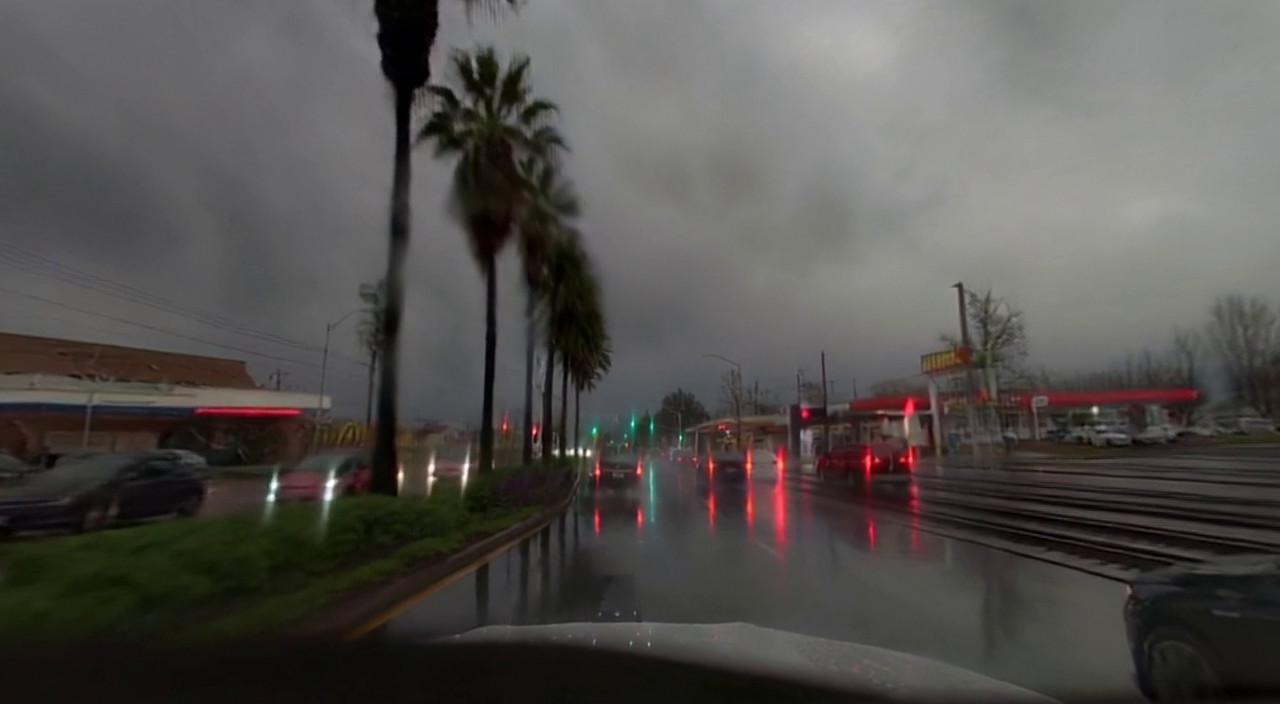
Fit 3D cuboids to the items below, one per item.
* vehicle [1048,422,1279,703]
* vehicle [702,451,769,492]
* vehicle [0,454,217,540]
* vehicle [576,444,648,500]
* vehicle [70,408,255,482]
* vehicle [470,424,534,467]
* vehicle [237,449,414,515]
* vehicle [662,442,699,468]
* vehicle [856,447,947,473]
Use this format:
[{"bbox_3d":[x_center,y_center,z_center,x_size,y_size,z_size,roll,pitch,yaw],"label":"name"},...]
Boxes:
[{"bbox_3d":[3.510,0.887,1.690,1.987,1.474,4.198,0,-10,0],"label":"vehicle"},{"bbox_3d":[3.614,4.641,24.683,1.889,1.448,4.262,0,-10,-1],"label":"vehicle"},{"bbox_3d":[-11.498,2.950,13.375,1.865,1.472,4.532,0,-10,1],"label":"vehicle"},{"bbox_3d":[-0.957,3.763,19.902,2.021,1.550,4.090,1,-10,-5],"label":"vehicle"},{"bbox_3d":[-23.893,4.871,32.385,2.791,3.271,7.924,0,-10,3],"label":"vehicle"},{"bbox_3d":[-10.435,7.337,48.743,2.662,2.995,8.344,0,-10,2],"label":"vehicle"},{"bbox_3d":[-8.009,3.380,16.778,2.052,1.483,4.751,0,-10,3],"label":"vehicle"},{"bbox_3d":[2.933,7.779,47.269,2.299,1.803,5.434,0,-10,-1],"label":"vehicle"},{"bbox_3d":[14.703,6.104,35.651,4.293,1.438,1.773,0,-10,1],"label":"vehicle"}]
